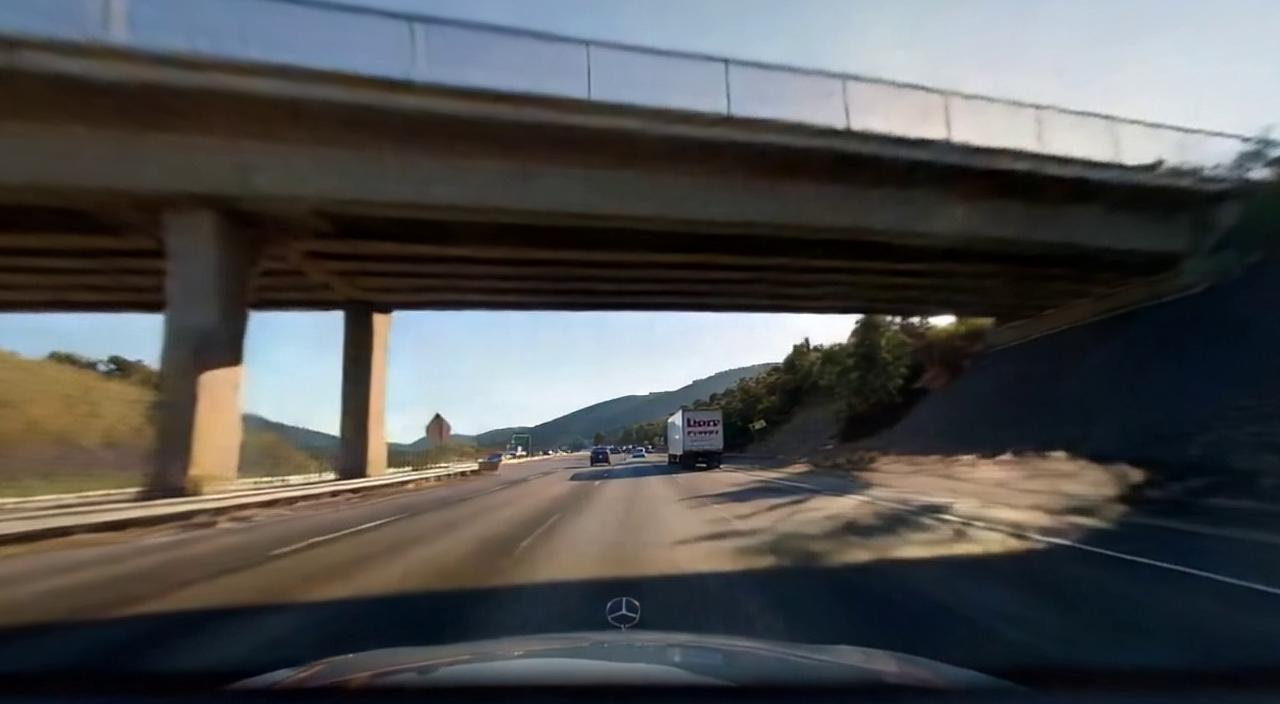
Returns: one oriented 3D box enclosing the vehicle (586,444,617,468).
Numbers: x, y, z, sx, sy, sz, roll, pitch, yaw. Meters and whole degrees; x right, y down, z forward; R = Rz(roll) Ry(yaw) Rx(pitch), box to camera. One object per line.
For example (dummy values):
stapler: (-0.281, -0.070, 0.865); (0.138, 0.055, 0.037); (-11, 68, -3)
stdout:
vehicle: (-2.805, 7.663, 46.738); (2.052, 1.654, 4.303); (0, -9, 0)

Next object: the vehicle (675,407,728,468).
vehicle: (4.314, 6.304, 45.921); (2.885, 3.992, 8.526); (0, -9, 0)
